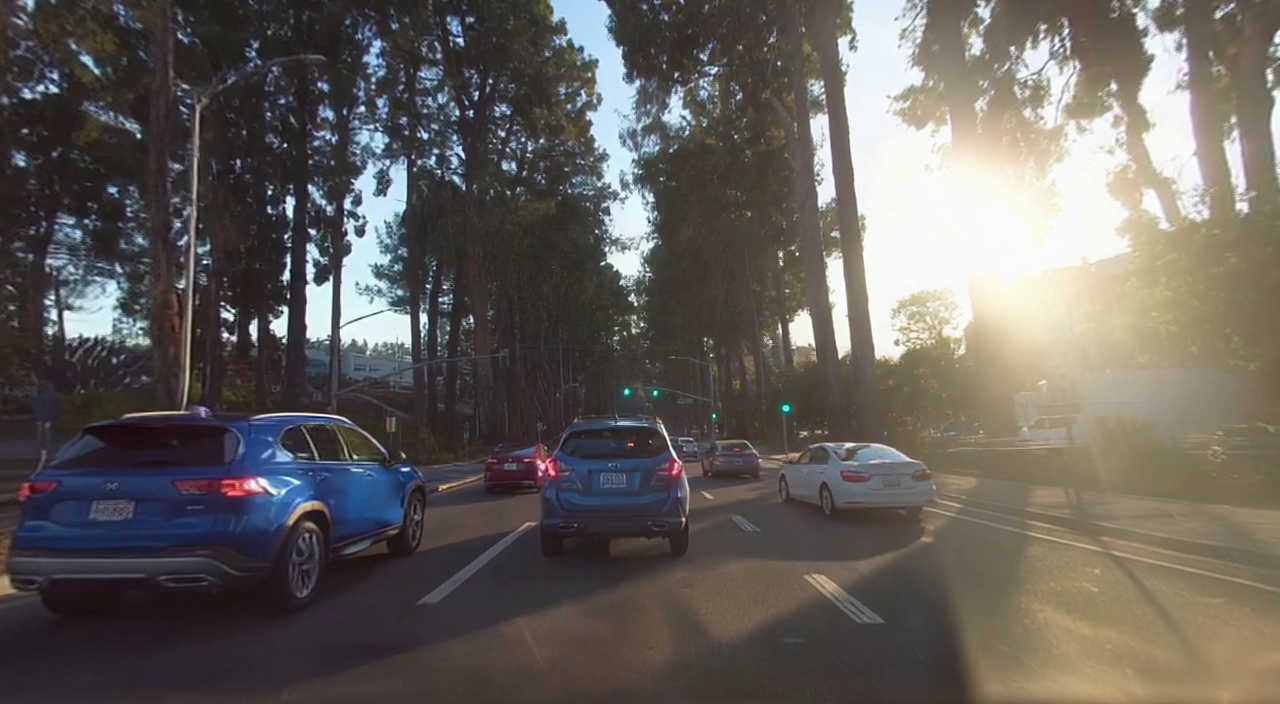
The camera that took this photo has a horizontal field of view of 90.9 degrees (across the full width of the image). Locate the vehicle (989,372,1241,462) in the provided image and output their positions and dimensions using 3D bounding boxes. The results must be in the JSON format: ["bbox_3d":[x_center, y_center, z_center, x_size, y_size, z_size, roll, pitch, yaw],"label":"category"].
[{"bbox_3d":[17.860,2.512,24.061,7.314,3.230,2.680,0,-8,-1],"label":"vehicle"}]

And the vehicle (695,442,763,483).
[{"bbox_3d":[3.382,4.290,24.848,1.996,1.443,4.270,0,-8,-1],"label":"vehicle"}]

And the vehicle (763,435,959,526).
[{"bbox_3d":[4.167,2.489,12.918,2.036,1.480,4.659,0,-8,-4],"label":"vehicle"}]

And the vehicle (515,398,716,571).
[{"bbox_3d":[-0.246,1.736,9.007,2.132,1.816,4.471,0,-8,0],"label":"vehicle"}]

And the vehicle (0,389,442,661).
[{"bbox_3d":[-3.698,1.413,6.206,2.039,1.709,4.265,0,-8,1],"label":"vehicle"}]

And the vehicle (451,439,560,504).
[{"bbox_3d":[-3.393,3.094,16.755,1.897,1.479,4.204,0,-8,1],"label":"vehicle"}]
